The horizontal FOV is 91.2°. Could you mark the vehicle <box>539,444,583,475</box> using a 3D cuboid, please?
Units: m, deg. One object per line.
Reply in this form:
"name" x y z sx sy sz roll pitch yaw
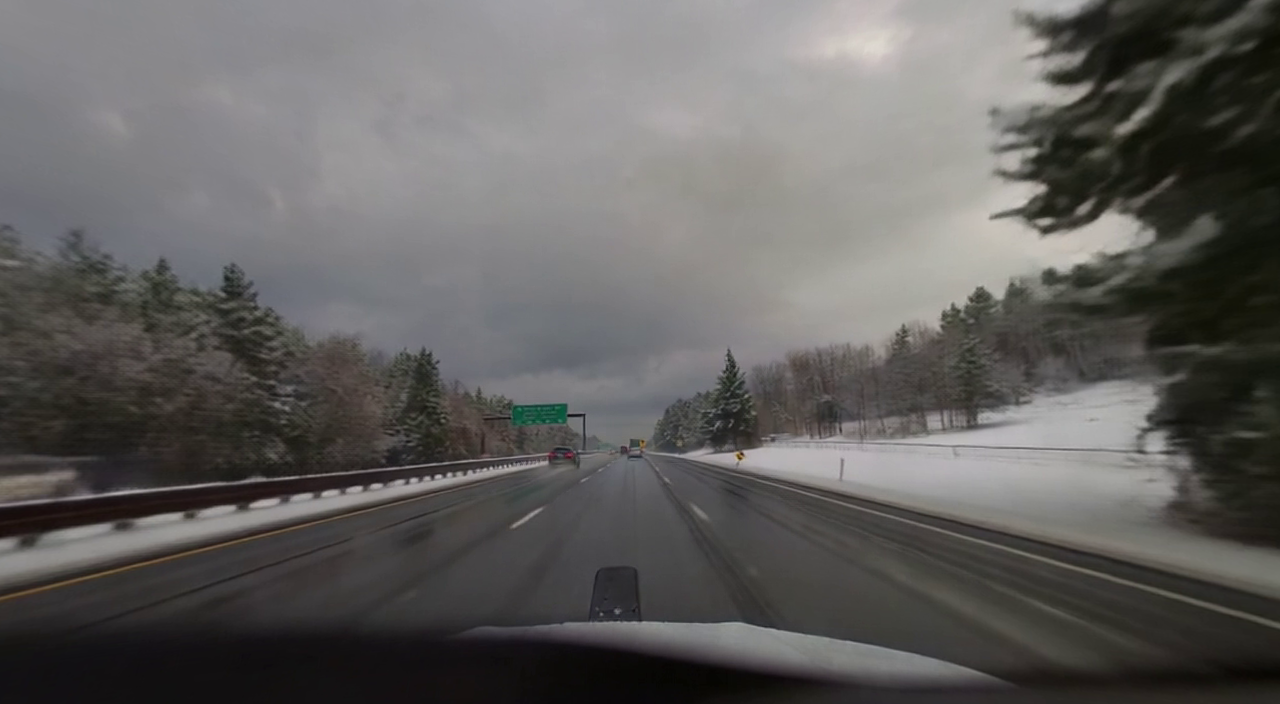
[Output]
"vehicle" -4.350 5.969 35.146 1.958 1.587 4.801 0 -9 -1
